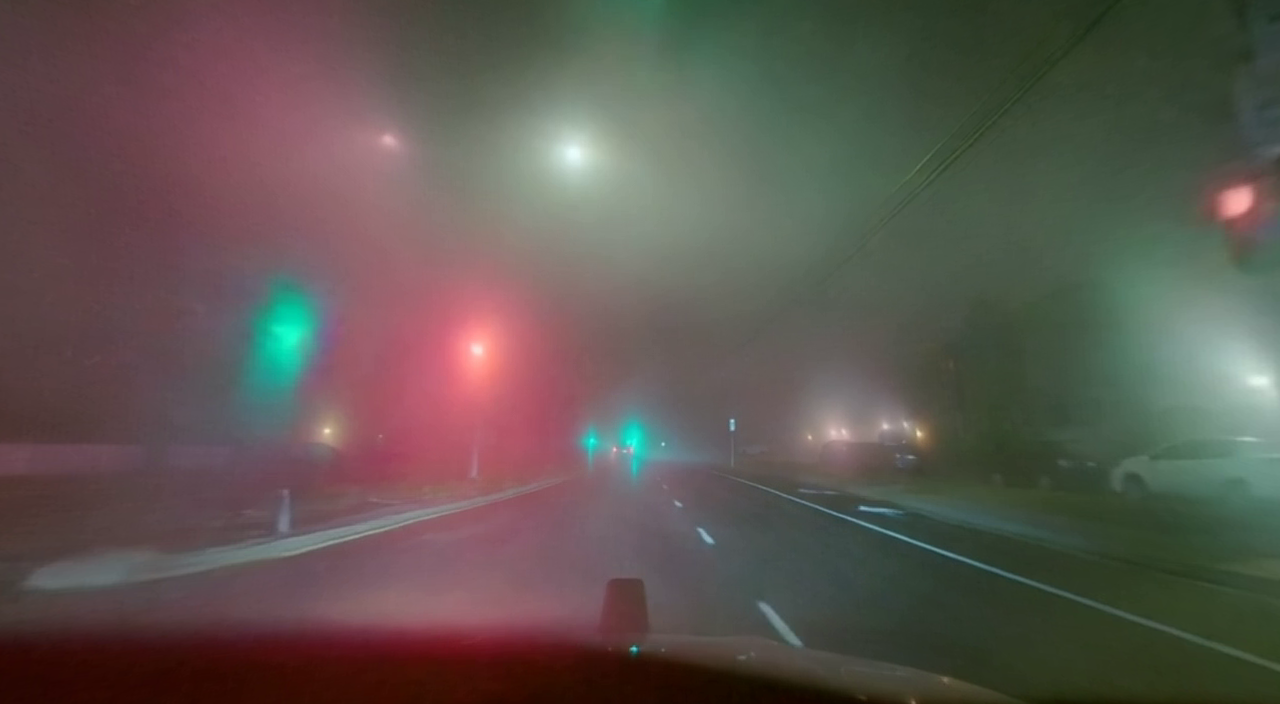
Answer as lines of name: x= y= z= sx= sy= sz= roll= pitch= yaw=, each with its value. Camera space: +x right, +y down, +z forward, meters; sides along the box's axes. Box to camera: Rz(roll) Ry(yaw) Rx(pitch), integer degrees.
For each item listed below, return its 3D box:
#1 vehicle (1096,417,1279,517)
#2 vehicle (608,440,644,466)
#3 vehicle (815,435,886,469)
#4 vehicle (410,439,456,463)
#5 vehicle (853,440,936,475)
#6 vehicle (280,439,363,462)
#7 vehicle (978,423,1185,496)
vehicle: x=11.797 y=2.223 z=12.500 sx=2.018 sy=1.665 sz=4.576 roll=0 pitch=-8 yaw=0
vehicle: x=-0.862 y=6.203 z=38.867 sx=2.113 sy=1.462 sz=4.203 roll=0 pitch=-8 yaw=-2
vehicle: x=11.259 y=5.410 z=34.138 sx=2.156 sy=1.689 sz=4.774 roll=0 pitch=-8 yaw=0
vehicle: x=-15.806 y=7.586 z=48.335 sx=2.042 sy=1.748 sz=4.584 roll=0 pitch=-8 yaw=-1
vehicle: x=11.438 y=4.746 z=28.721 sx=1.838 sy=1.443 sz=4.563 roll=0 pitch=-8 yaw=-1
vehicle: x=-21.353 y=6.609 z=42.342 sx=4.547 sy=1.484 sz=1.914 roll=0 pitch=-8 yaw=1
vehicle: x=11.811 y=2.924 z=17.426 sx=2.226 sy=1.720 sz=4.708 roll=0 pitch=-8 yaw=-1
